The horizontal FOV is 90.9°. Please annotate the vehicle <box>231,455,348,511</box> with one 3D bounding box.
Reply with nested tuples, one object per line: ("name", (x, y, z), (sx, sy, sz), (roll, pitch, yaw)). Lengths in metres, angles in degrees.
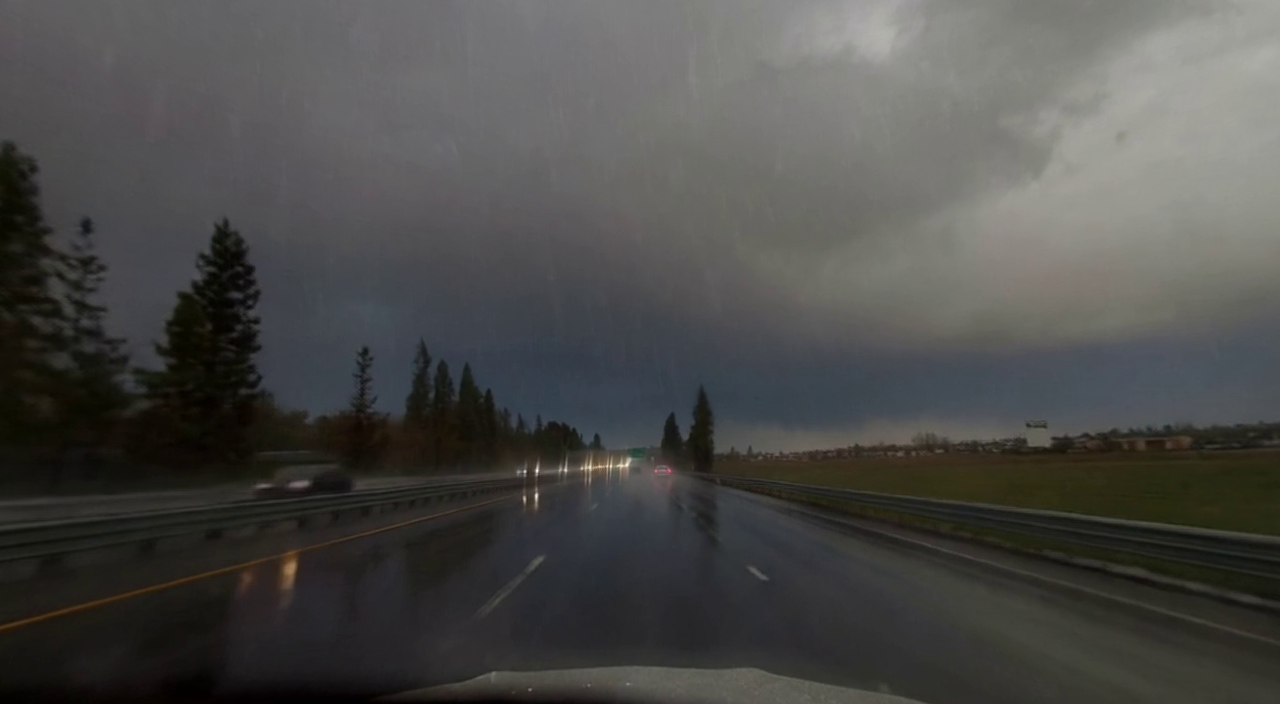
("vehicle", (-12.917, 4.862, 23.579), (1.962, 1.839, 4.078), (1, -11, 0))
